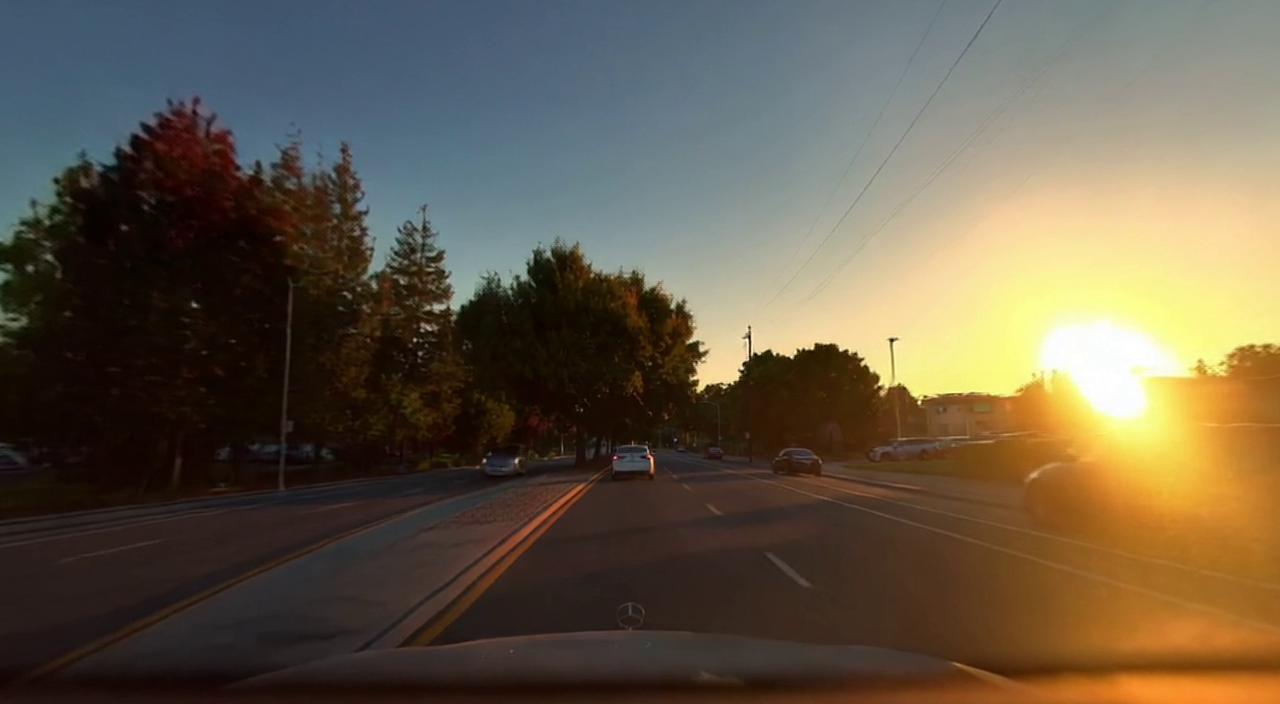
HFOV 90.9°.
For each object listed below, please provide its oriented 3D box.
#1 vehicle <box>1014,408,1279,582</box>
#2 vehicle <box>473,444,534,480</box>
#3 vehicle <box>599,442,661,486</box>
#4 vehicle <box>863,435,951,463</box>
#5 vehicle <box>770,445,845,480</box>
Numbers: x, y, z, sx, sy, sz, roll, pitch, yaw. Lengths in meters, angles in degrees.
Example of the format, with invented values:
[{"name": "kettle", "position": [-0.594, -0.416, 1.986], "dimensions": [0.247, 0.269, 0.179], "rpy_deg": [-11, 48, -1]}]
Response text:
[{"name": "vehicle", "position": [7.665, 1.775, 8.443], "dimensions": [2.064, 1.792, 5.053], "rpy_deg": [0, -9, -2]}, {"name": "vehicle", "position": [-6.773, 5.492, 31.802], "dimensions": [2.083, 1.646, 4.293], "rpy_deg": [0, -8, 1]}, {"name": "vehicle", "position": [-0.361, 4.132, 23.532], "dimensions": [2.099, 1.470, 4.302], "rpy_deg": [0, -9, 0]}, {"name": "vehicle", "position": [17.816, 6.458, 42.099], "dimensions": [5.100, 1.770, 2.269], "rpy_deg": [3, -9, -18]}, {"name": "vehicle", "position": [7.746, 5.150, 29.731], "dimensions": [2.131, 1.474, 4.752], "rpy_deg": [0, -9, -2]}]
